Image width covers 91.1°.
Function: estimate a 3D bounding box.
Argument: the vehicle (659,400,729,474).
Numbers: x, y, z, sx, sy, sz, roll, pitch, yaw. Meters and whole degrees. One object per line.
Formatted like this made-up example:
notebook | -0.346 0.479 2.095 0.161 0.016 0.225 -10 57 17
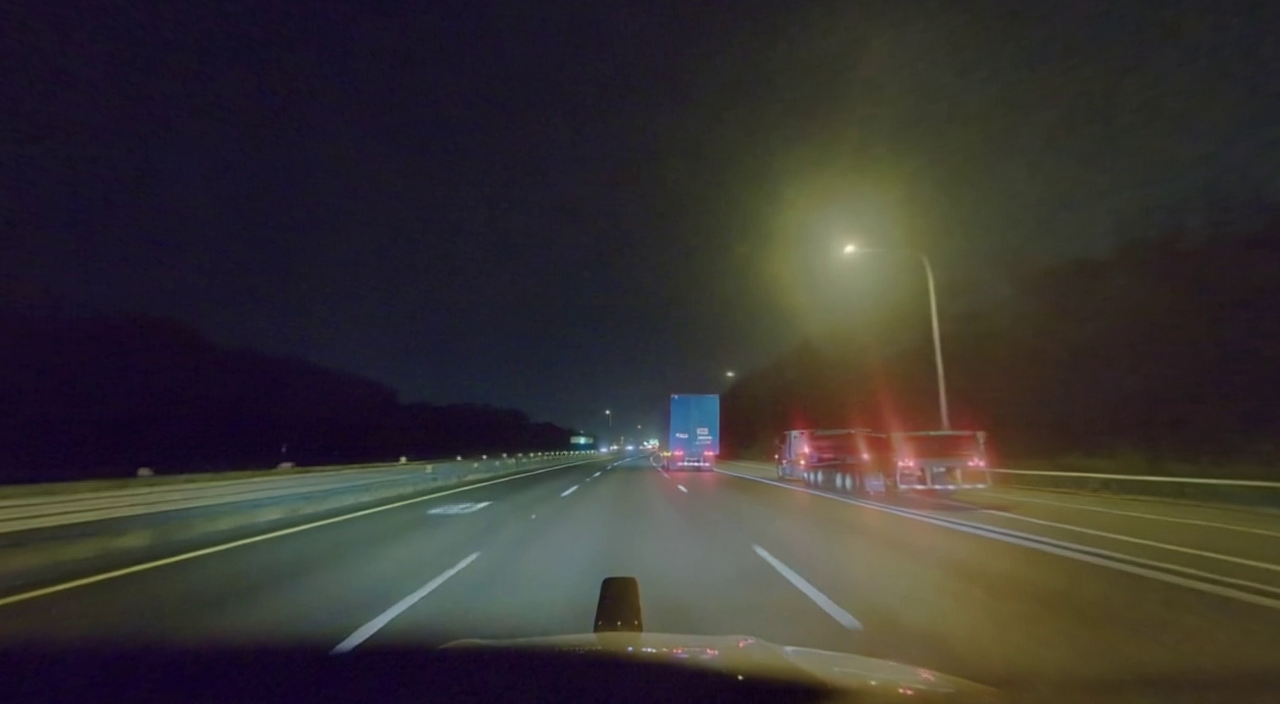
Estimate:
vehicle | 3.198 5.808 41.889 3.244 4.020 14.561 0 -9 0
